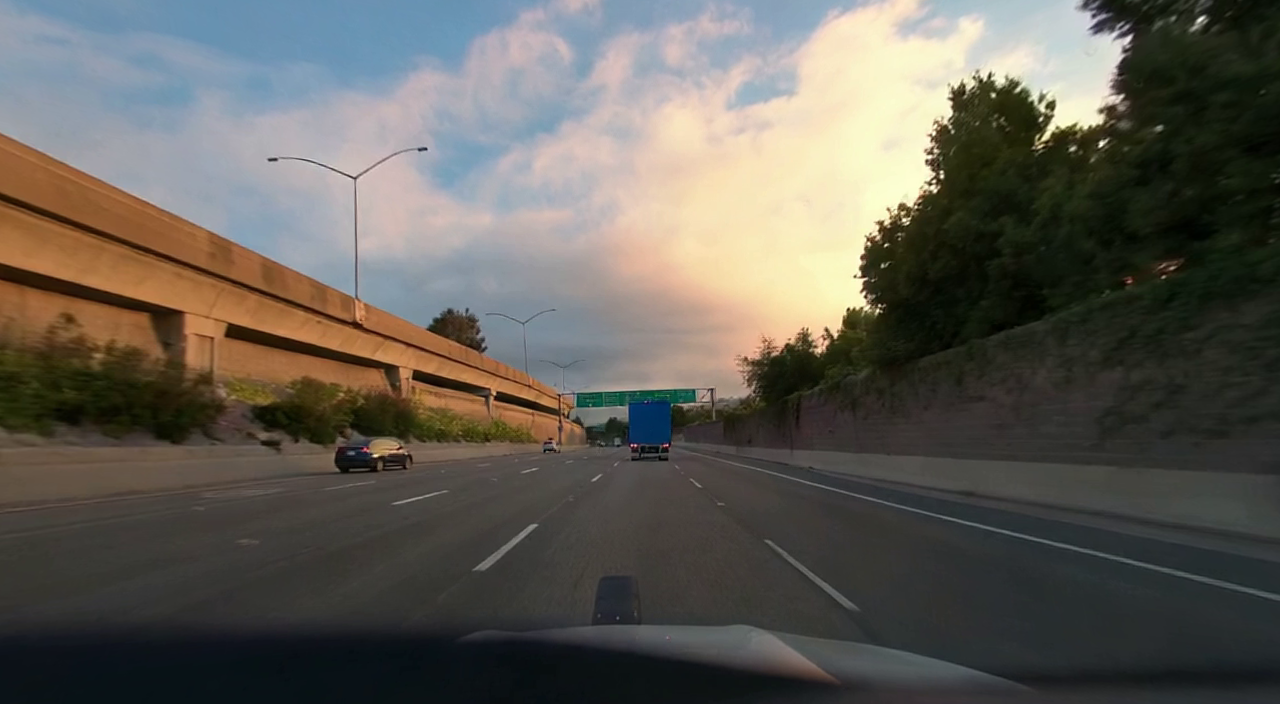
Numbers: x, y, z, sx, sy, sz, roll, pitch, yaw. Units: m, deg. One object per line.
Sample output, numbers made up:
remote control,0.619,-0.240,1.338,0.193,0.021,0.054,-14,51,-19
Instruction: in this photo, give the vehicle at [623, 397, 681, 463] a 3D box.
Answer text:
vehicle,0.517,5.214,41.161,3.233,3.678,11.032,0,-8,-1

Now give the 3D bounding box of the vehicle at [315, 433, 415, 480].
vehicle,-10.376,3.961,24.209,1.919,1.625,4.183,0,-8,0

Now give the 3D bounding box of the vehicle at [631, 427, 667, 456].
vehicle,0.498,5.393,37.956,2.052,1.666,4.358,0,-8,0
